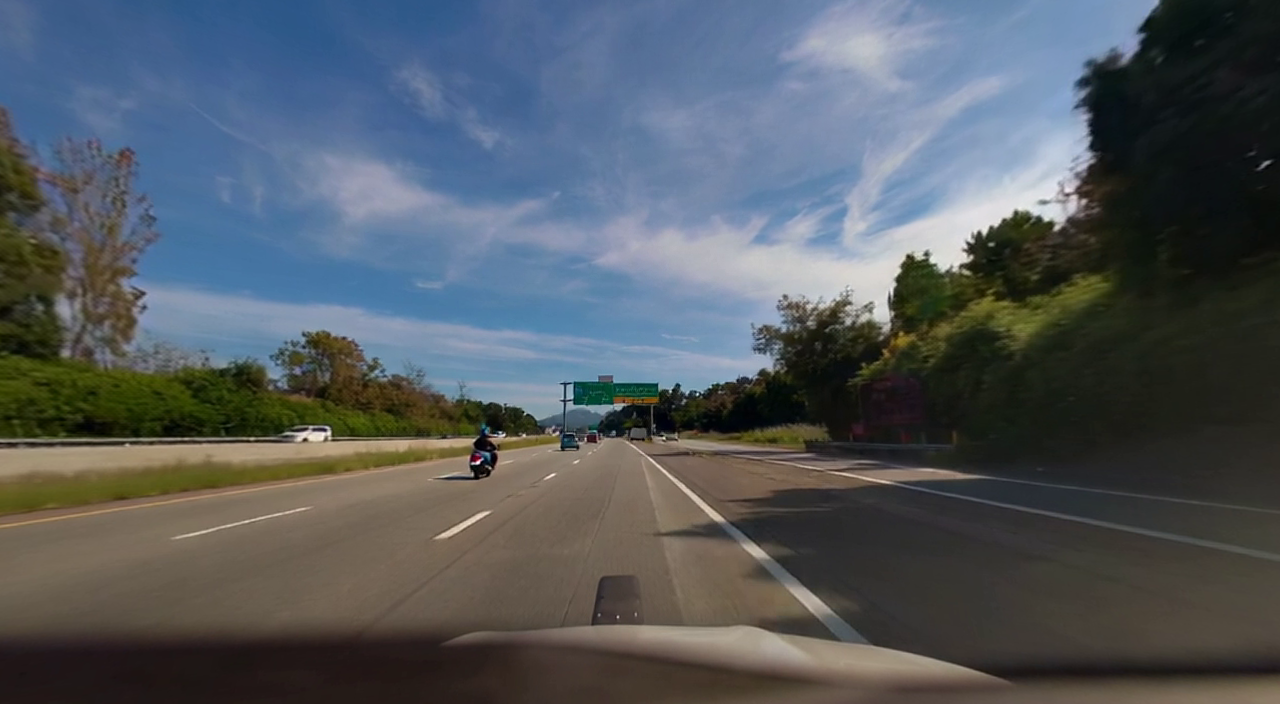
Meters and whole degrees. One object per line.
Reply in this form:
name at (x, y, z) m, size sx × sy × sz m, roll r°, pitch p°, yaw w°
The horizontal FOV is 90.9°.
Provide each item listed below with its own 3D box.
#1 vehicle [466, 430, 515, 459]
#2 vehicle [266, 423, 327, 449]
vehicle at (-8.706, 5.422, 37.007) m, size 1.965 × 1.605 × 4.115 m, roll 0°, pitch -8°, yaw -1°
vehicle at (-25.166, 6.190, 46.341) m, size 1.973 × 1.775 × 4.515 m, roll 0°, pitch -8°, yaw -2°
